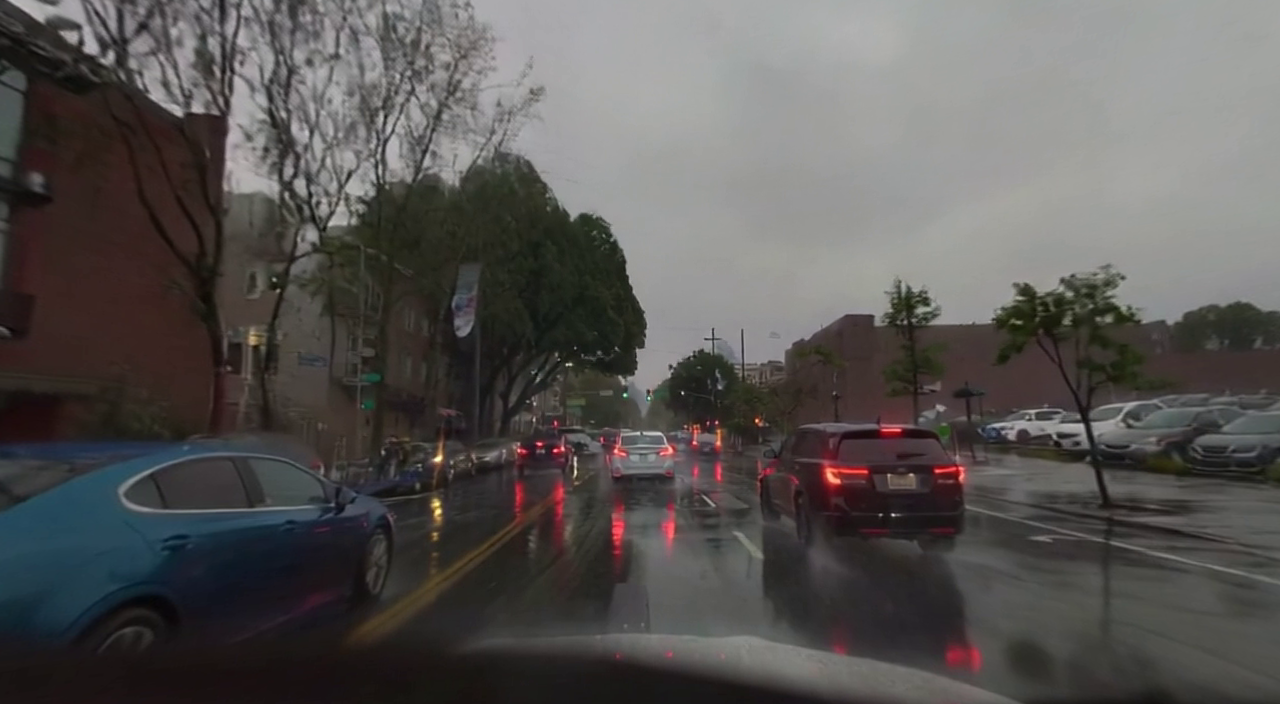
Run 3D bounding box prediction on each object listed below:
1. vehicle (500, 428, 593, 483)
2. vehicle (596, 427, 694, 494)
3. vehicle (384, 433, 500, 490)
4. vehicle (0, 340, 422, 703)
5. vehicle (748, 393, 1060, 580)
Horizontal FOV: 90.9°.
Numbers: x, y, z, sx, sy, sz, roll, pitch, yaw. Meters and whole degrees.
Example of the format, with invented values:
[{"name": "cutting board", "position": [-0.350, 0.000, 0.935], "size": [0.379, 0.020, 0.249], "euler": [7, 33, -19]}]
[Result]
[{"name": "vehicle", "position": [-2.750, 3.177, 19.696], "size": [2.019, 1.507, 4.643], "euler": [-1, -8, 2]}, {"name": "vehicle", "position": [0.100, 2.709, 16.127], "size": [2.139, 1.466, 4.373], "euler": [0, -8, 0]}, {"name": "vehicle", "position": [-5.784, 3.220, 19.031], "size": [1.864, 1.502, 4.459], "euler": [0, -8, 3]}, {"name": "vehicle", "position": [-3.023, 1.011, 3.569], "size": [2.085, 1.619, 3.976], "euler": [0, -8, 1]}, {"name": "vehicle", "position": [2.820, 1.554, 8.078], "size": [2.094, 1.709, 4.394], "euler": [0, -8, 0]}]
